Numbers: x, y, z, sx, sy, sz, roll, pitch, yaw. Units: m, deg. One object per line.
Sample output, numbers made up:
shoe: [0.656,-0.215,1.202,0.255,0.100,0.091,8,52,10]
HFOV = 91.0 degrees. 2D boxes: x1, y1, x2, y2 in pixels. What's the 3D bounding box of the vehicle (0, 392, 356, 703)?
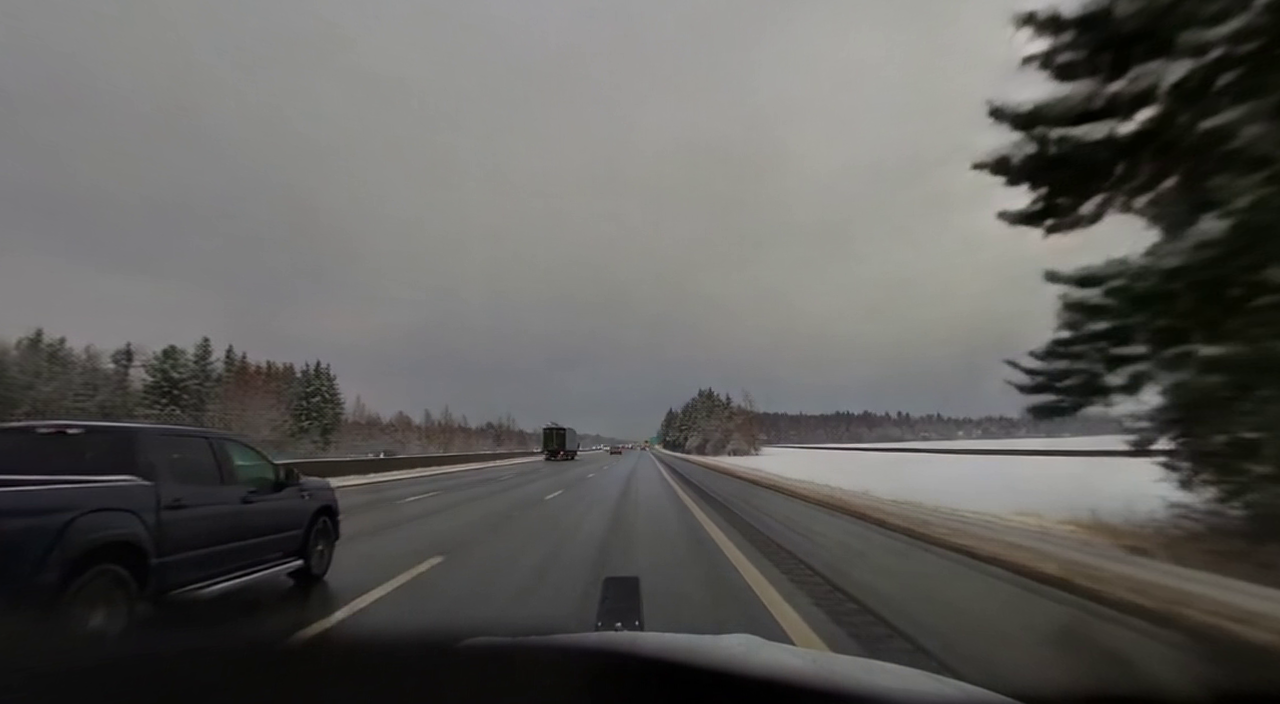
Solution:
vehicle: [-3.875,1.120,3.807,2.028,1.553,4.820,0,-9,0]
